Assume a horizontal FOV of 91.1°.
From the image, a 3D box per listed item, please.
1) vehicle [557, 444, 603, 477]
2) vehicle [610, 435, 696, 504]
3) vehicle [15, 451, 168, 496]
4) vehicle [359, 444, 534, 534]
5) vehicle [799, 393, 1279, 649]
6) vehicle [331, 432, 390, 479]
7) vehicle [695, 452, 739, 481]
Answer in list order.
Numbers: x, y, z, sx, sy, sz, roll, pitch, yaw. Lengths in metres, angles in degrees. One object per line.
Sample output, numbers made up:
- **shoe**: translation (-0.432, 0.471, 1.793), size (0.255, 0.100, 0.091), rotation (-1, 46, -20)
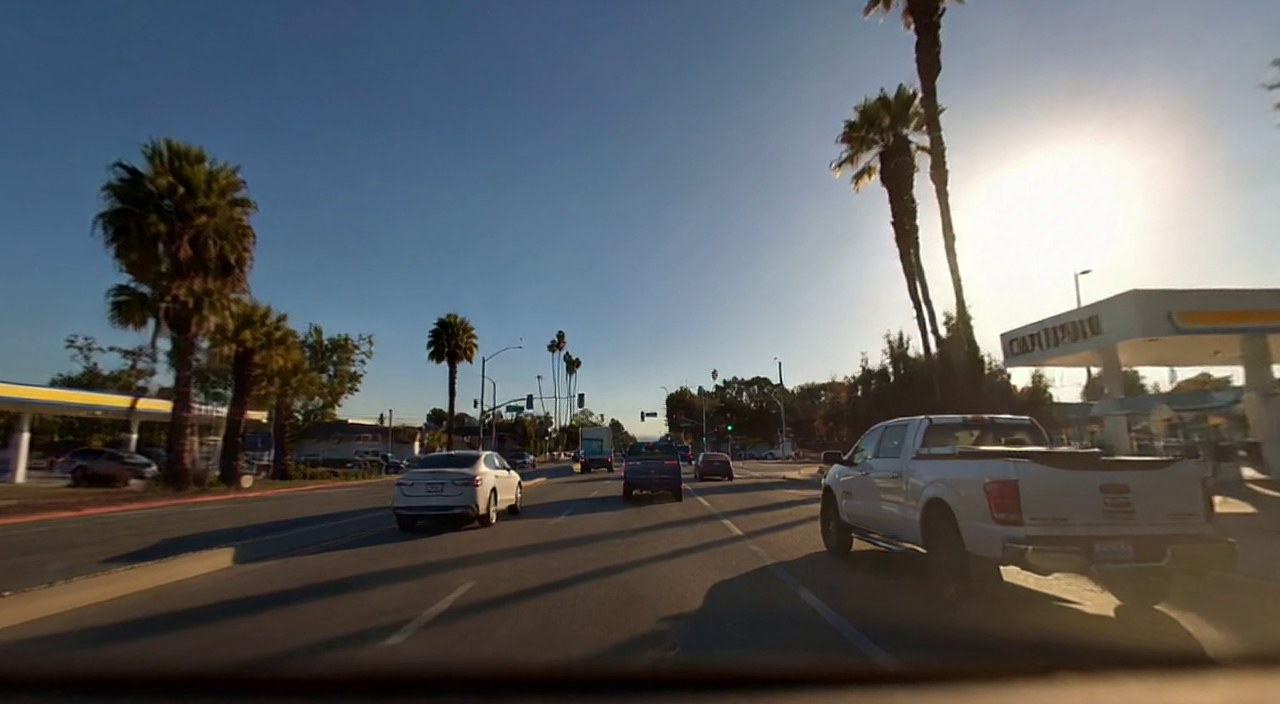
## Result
- **vehicle**: translation (-3.424, 6.315, 36.780), size (2.071, 1.811, 4.605), rotation (0, -9, 2)
- **vehicle**: translation (0.375, 3.583, 19.726), size (2.295, 1.835, 5.471), rotation (0, -9, 1)
- **vehicle**: translation (-29.300, 6.448, 34.007), size (2.543, 2.092, 6.613), rotation (0, -9, -3)
- **vehicle**: translation (-3.701, 2.697, 13.086), size (1.983, 1.502, 4.720), rotation (0, -9, 2)
- **vehicle**: translation (3.633, 1.625, 7.345), size (2.120, 1.828, 5.531), rotation (0, -9, 0)
- **vehicle**: translation (-18.141, 6.724, 40.699), size (3.441, 2.870, 2.109), rotation (-9, -13, 43)
- **vehicle**: translation (4.030, 6.072, 33.503), size (1.901, 1.401, 3.965), rotation (0, -9, 1)
